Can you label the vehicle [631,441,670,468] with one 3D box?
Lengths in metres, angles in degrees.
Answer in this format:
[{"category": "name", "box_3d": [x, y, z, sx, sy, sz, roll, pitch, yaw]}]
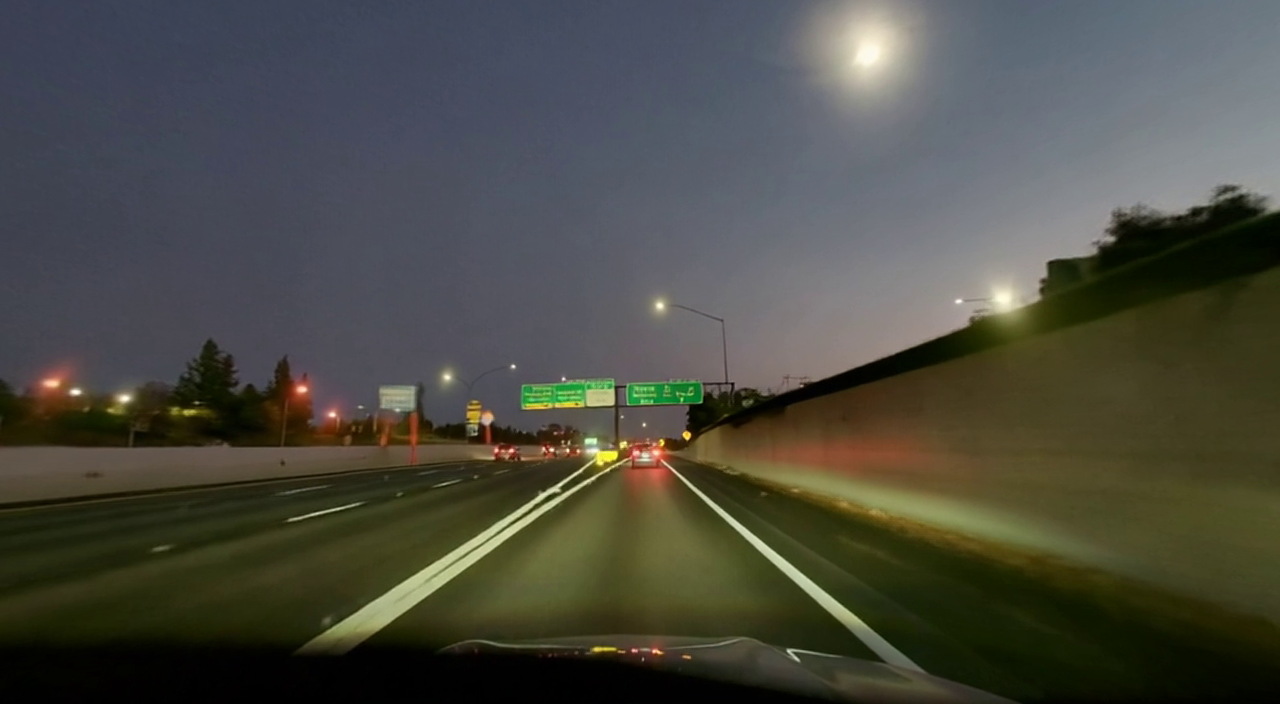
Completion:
[{"category": "vehicle", "box_3d": [0.526, 5.918, 36.593, 2.137, 1.461, 3.999, 0, -8, -1]}]
